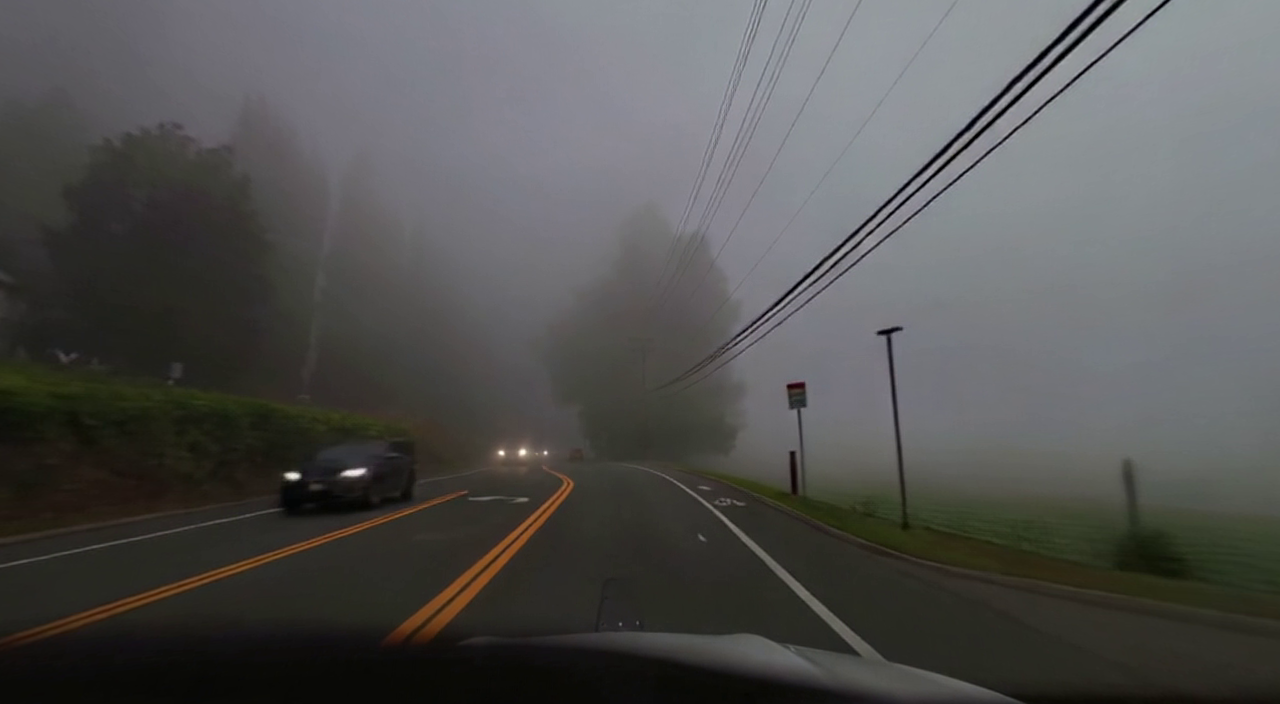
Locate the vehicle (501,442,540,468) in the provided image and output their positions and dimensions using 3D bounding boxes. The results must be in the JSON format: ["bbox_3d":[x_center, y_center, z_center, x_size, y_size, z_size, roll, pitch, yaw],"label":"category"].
[{"bbox_3d":[-8.584,7.435,45.847,2.220,1.817,4.839,0,-8,-4],"label":"vehicle"}]

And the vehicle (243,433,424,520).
[{"bbox_3d":[-6.768,2.758,14.653,2.116,1.672,4.438,0,-8,-2],"label":"vehicle"}]
